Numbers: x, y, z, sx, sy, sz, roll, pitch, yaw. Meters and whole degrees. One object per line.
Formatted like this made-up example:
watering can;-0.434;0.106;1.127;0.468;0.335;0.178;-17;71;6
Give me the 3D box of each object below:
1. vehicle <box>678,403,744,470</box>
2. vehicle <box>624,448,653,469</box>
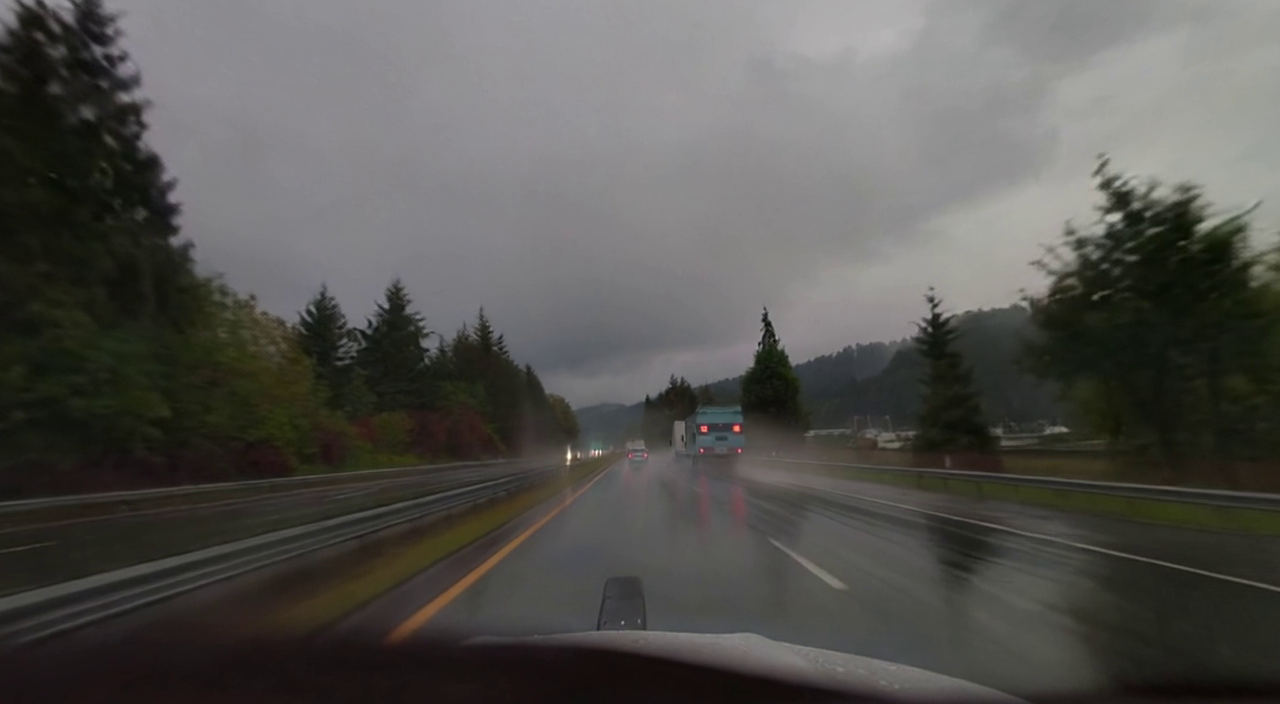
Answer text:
vehicle;4.808;6.279;45.938;2.939;4.129;14.300;0;-9;-1
vehicle;-0.145;7.381;43.785;1.926;1.386;3.615;0;-9;0
